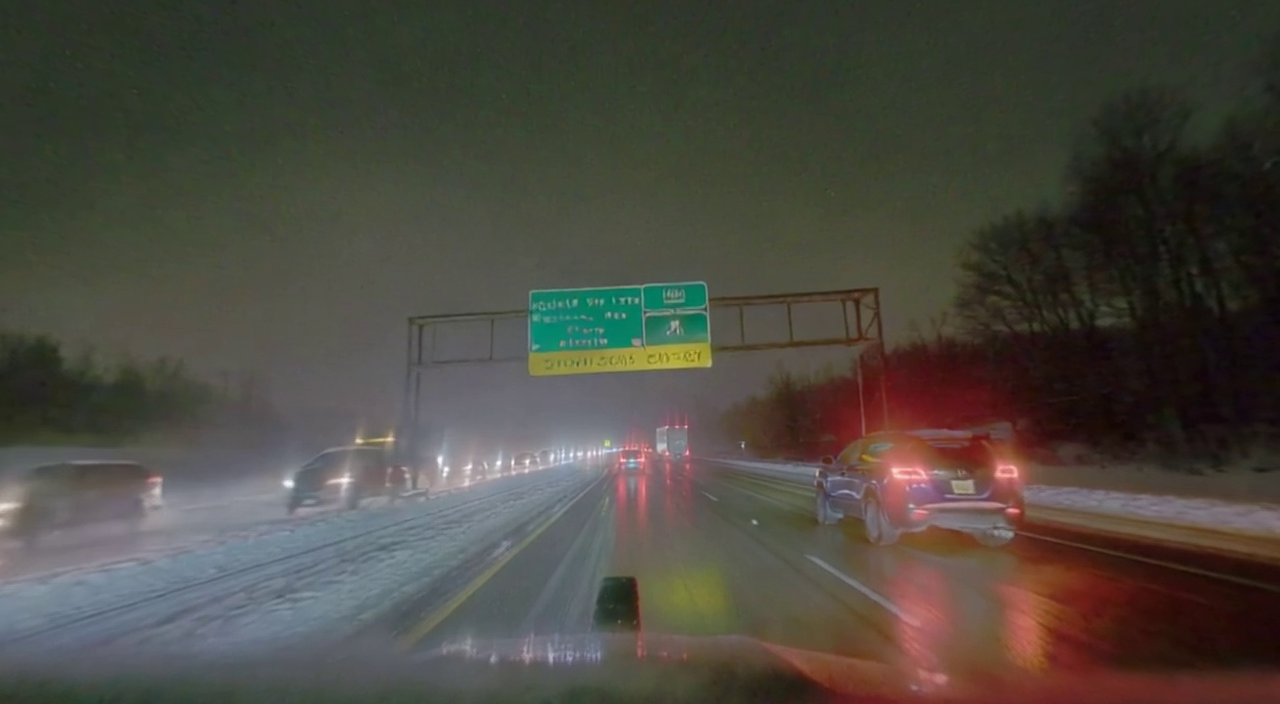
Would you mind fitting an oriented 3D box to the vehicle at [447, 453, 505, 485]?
[{"bbox_3d":[-8.214,5.869,31.750,1.850,1.476,4.085,0,-9,-1],"label":"vehicle"}]

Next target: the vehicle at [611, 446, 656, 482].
[{"bbox_3d":[-0.325,5.200,29.420,1.971,1.518,4.108,0,-9,-1],"label":"vehicle"}]

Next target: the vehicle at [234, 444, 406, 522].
[{"bbox_3d":[-7.832,3.218,15.994,1.987,1.663,4.580,0,-9,0],"label":"vehicle"}]

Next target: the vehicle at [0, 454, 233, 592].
[{"bbox_3d":[-8.008,2.248,8.992,1.795,1.493,3.786,0,-9,-1],"label":"vehicle"}]

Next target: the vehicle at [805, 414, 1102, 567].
[{"bbox_3d":[4.083,1.877,9.216,2.077,1.673,4.267,0,-9,-1],"label":"vehicle"}]
